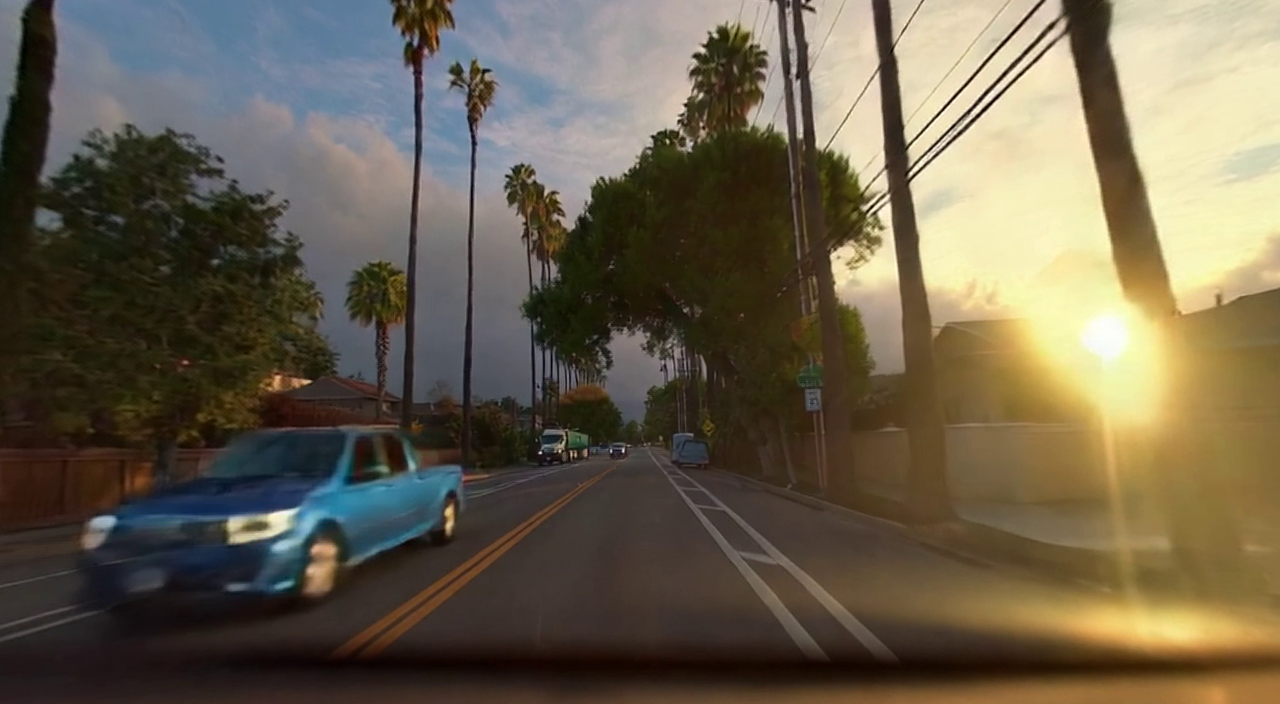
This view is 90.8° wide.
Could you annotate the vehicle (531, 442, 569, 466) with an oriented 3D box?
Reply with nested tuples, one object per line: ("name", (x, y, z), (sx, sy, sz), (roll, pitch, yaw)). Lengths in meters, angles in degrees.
("vehicle", (-6.494, 7.420, 46.022), (1.935, 1.655, 4.409), (0, -9, 2))

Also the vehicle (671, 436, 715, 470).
("vehicle", (3.056, 5.942, 37.451), (2.168, 1.851, 4.861), (0, -8, -1))

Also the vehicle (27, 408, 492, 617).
("vehicle", (-3.737, 1.707, 7.955), (2.336, 1.669, 5.581), (0, -8, 1))
